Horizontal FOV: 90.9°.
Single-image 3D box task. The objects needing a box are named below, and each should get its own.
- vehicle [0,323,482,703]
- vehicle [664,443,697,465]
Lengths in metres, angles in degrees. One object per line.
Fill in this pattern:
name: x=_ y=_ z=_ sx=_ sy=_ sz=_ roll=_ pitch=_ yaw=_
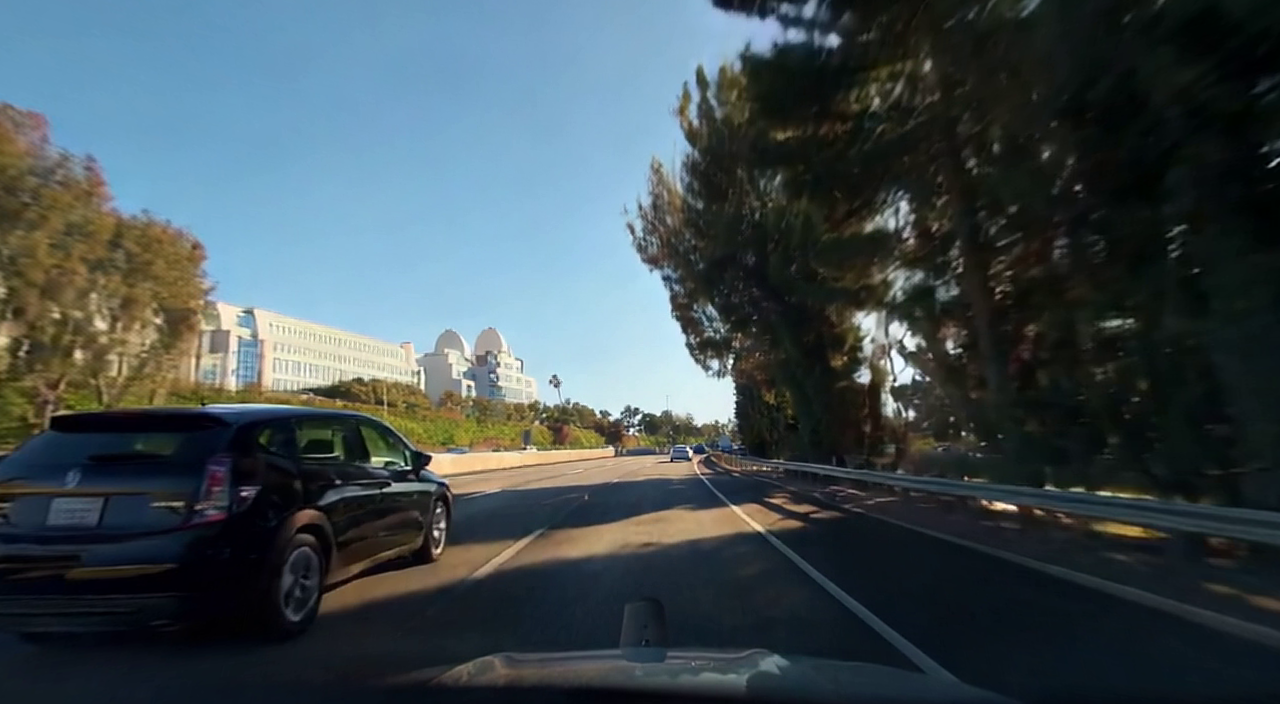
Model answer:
vehicle: x=-3.032 y=1.142 z=5.051 sx=2.185 sy=1.823 sz=4.854 roll=0 pitch=-9 yaw=1
vehicle: x=2.861 y=7.198 z=44.435 sx=2.158 sy=1.458 sz=3.656 roll=-1 pitch=-9 yaw=4
